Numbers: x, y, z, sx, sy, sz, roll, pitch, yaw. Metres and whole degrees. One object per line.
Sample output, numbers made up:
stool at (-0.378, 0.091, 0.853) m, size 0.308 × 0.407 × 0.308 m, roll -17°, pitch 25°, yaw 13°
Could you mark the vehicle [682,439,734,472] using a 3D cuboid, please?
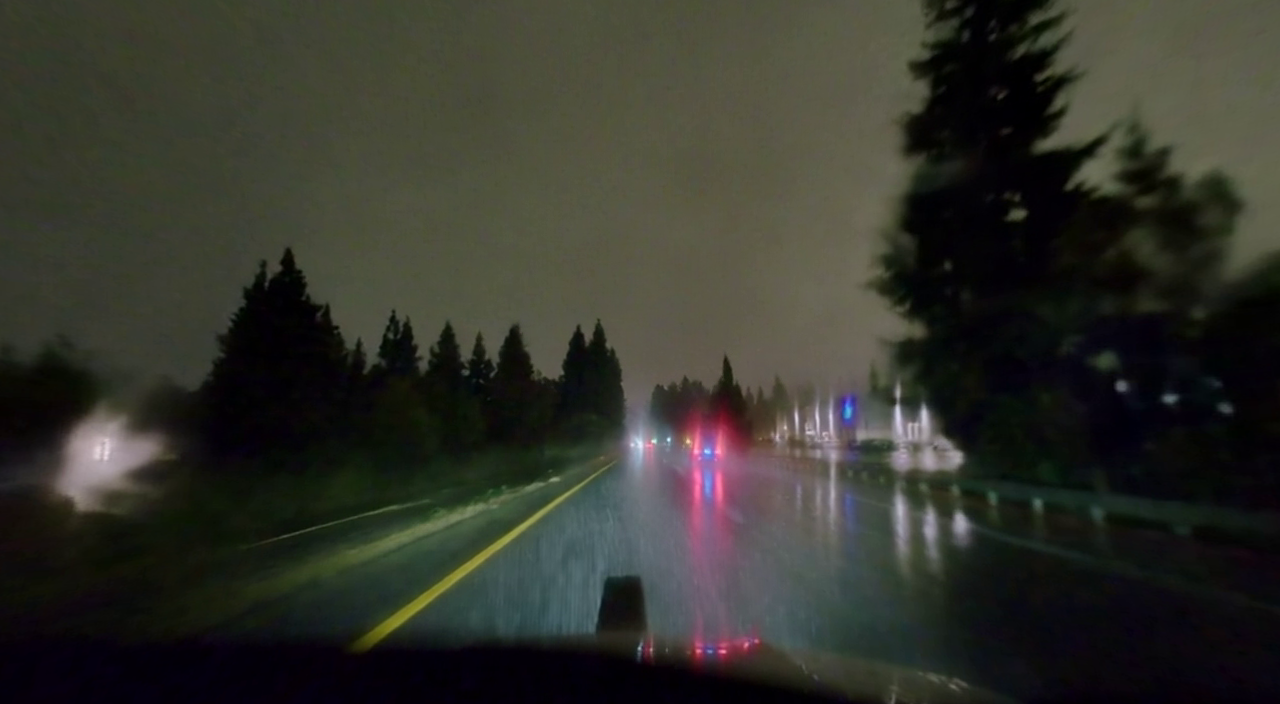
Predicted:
vehicle at (3.339, 5.208, 31.752) m, size 2.079 × 1.531 × 3.997 m, roll 0°, pitch -8°, yaw -2°
